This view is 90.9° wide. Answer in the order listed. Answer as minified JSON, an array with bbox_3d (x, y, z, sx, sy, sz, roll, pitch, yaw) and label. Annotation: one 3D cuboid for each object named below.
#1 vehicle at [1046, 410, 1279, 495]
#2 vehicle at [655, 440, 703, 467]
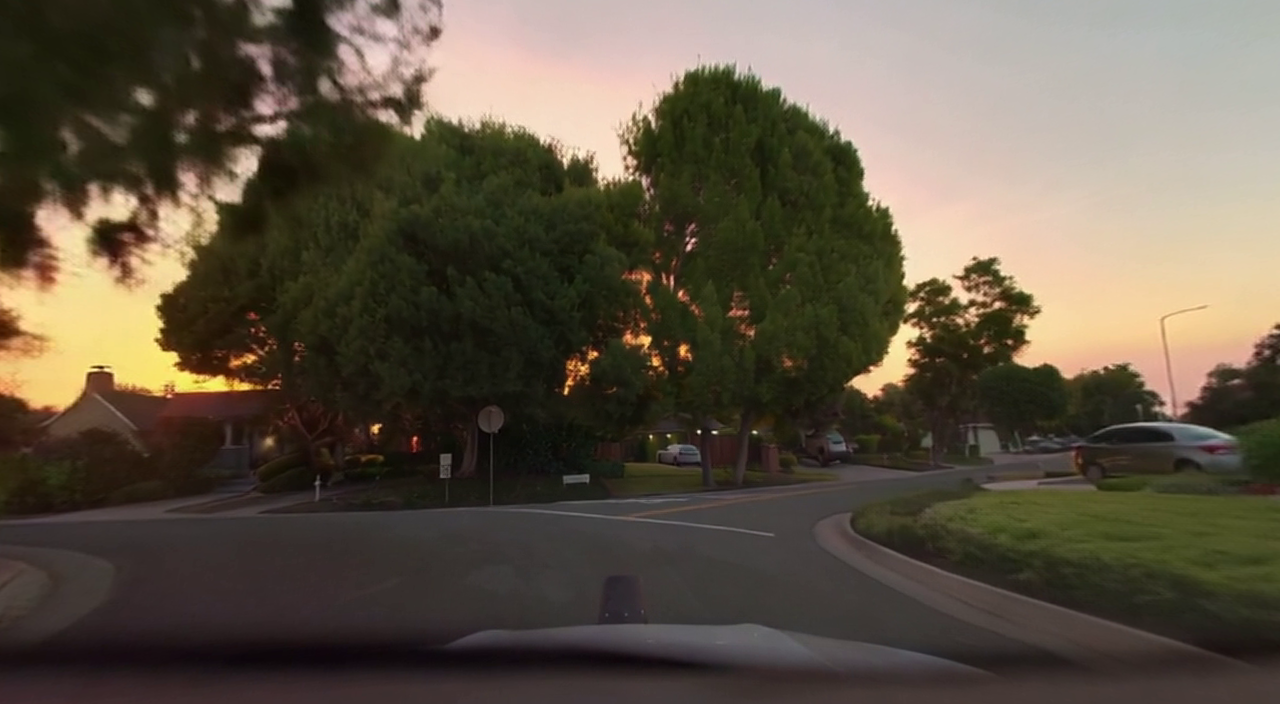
[{"bbox_3d":[13.228,2.468,15.773,2.023,1.756,4.799,3,-9,-19],"label":"vehicle"},{"bbox_3d":[2.334,6.184,38.292,1.802,1.548,3.501,3,-10,-17],"label":"vehicle"}]
